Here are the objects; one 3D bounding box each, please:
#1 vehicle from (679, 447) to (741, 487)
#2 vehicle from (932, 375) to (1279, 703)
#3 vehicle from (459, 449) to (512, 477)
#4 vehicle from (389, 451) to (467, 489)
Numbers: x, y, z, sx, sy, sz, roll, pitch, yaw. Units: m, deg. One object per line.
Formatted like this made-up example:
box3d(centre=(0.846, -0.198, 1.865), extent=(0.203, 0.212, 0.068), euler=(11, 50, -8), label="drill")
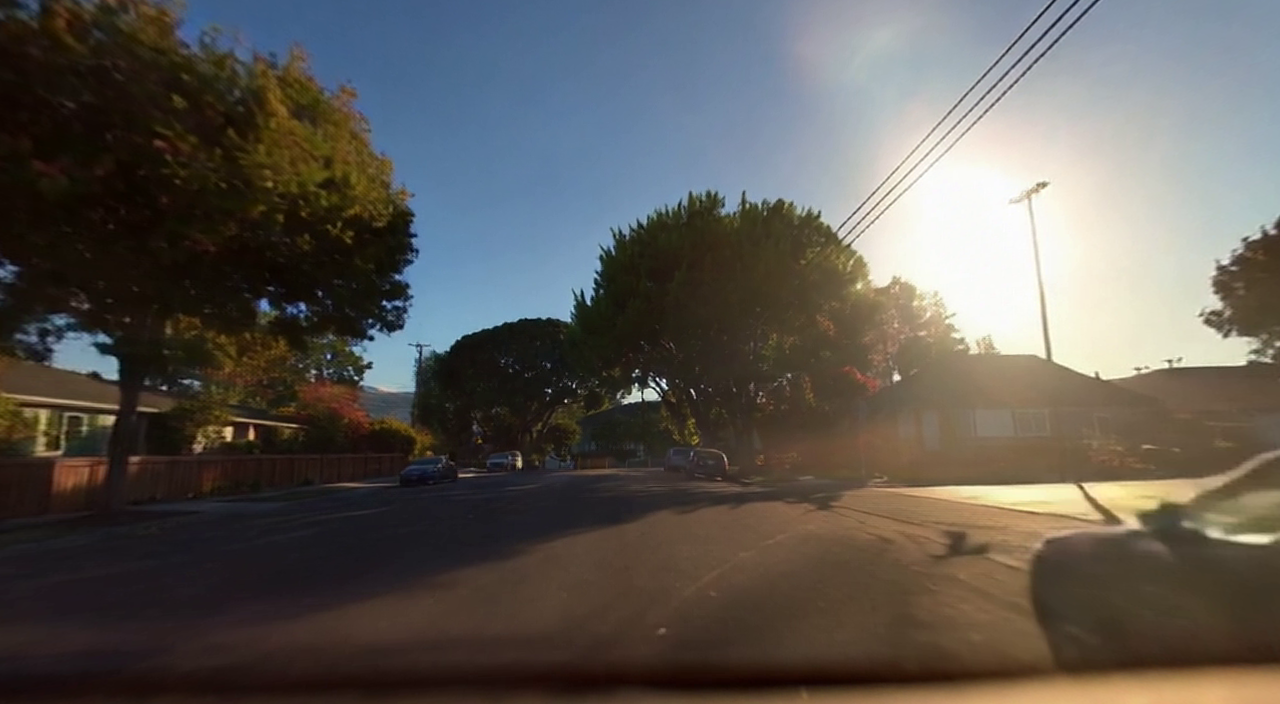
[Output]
box3d(centre=(2.879, 4.815, 26.818), extent=(1.927, 1.529, 4.144), euler=(0, -9, -3), label="vehicle")
box3d(centre=(3.042, 0.884, 2.314), extent=(1.995, 1.521, 4.006), euler=(0, -9, 0), label="vehicle")
box3d(centre=(-9.226, 6.635, 38.097), extent=(2.027, 1.584, 4.476), euler=(0, -9, 1), label="vehicle")
box3d(centre=(-8.855, 4.958, 26.846), extent=(1.937, 1.427, 4.510), euler=(0, -9, -3), label="vehicle")
